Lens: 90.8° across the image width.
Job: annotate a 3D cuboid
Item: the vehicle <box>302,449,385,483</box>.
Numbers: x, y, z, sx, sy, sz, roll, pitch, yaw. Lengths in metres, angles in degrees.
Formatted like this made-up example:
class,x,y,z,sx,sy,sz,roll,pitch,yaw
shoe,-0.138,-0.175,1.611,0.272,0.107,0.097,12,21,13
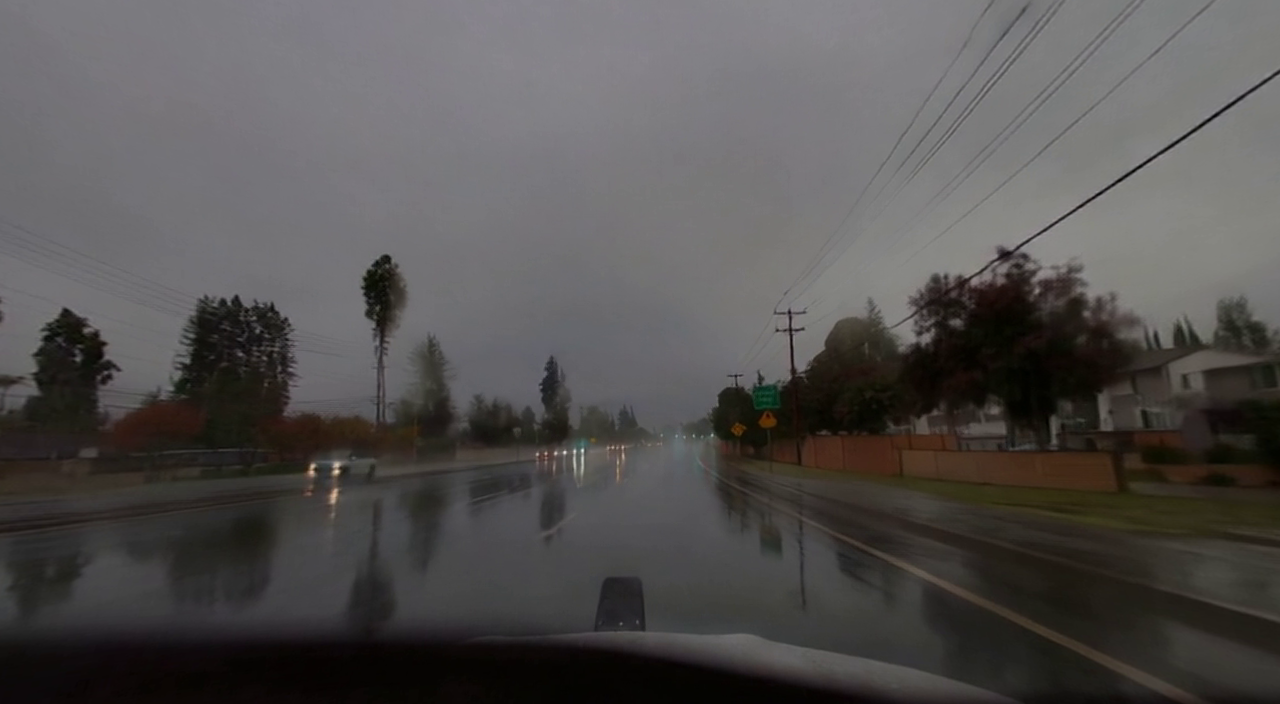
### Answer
class,x,y,z,sx,sy,sz,roll,pitch,yaw
vehicle,-14.488,5.569,31.224,1.887,1.478,4.471,0,-8,1
